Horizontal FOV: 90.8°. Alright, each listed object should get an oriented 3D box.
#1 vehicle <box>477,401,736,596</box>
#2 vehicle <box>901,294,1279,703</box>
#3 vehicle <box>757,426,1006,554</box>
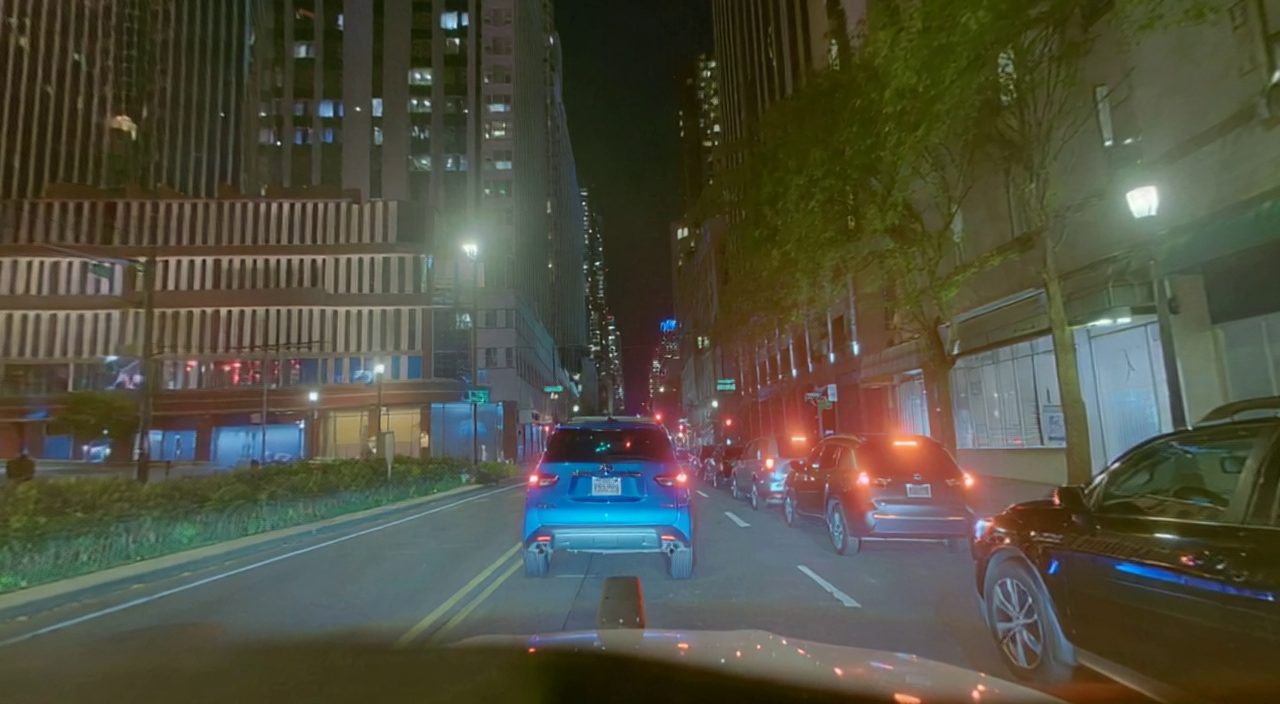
[{"bbox_3d":[-0.343,1.583,7.626,2.249,1.684,4.084,0,-9,-2],"label":"vehicle"},{"bbox_3d":[2.999,0.753,2.241,2.063,1.760,4.664,0,-9,-1],"label":"vehicle"},{"bbox_3d":[3.287,1.978,9.823,1.941,1.482,4.632,0,-9,-2],"label":"vehicle"}]
